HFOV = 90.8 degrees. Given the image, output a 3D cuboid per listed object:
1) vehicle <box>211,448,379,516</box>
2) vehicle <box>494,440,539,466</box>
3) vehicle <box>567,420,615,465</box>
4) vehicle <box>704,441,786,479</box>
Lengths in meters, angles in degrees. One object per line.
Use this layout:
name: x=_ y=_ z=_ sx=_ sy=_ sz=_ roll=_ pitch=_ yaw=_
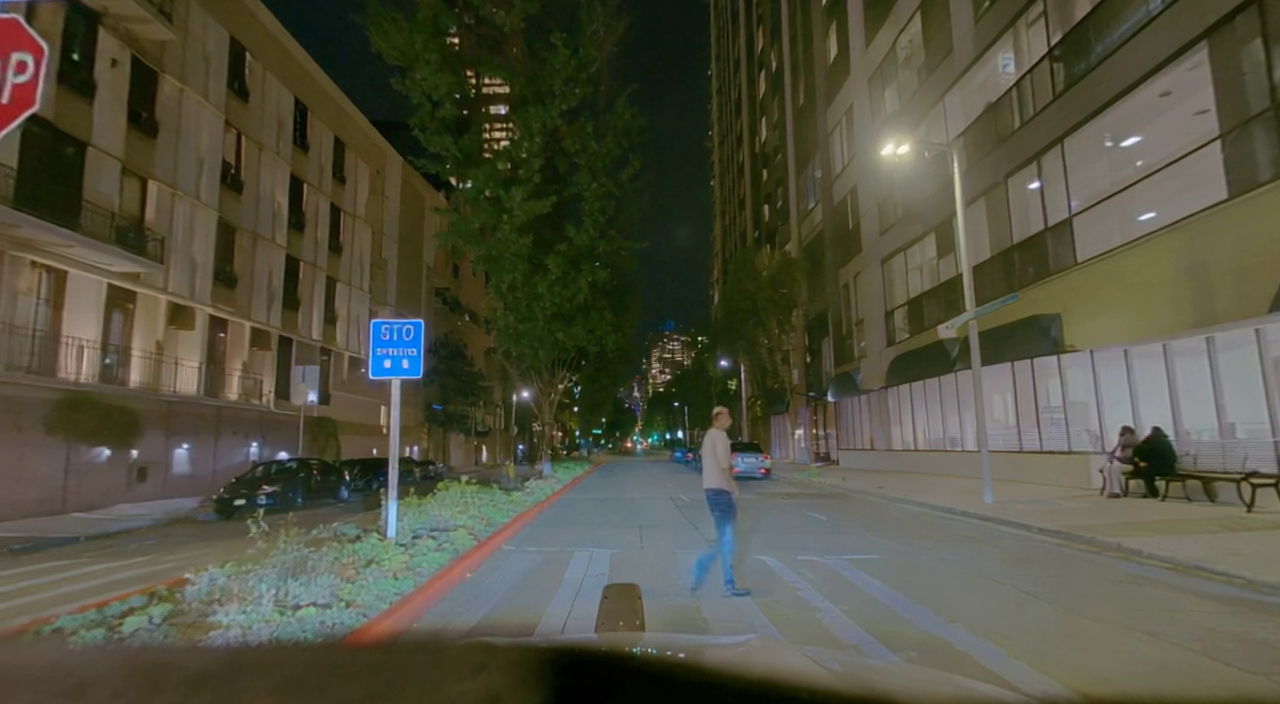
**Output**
vehicle: x=-8.795 y=3.307 z=16.649 sx=2.007 sy=1.503 sz=4.343 roll=0 pitch=-8 yaw=-1
vehicle: x=-8.853 y=7.267 z=45.729 sx=2.256 sy=1.802 sz=4.333 roll=0 pitch=-8 yaw=2
vehicle: x=-3.008 y=5.763 z=40.226 sx=2.317 sy=2.596 sz=6.053 roll=0 pitch=-8 yaw=3
vehicle: x=4.584 y=4.569 z=27.104 sx=1.858 sy=1.491 sz=4.329 roll=-5 pitch=-10 yaw=33
